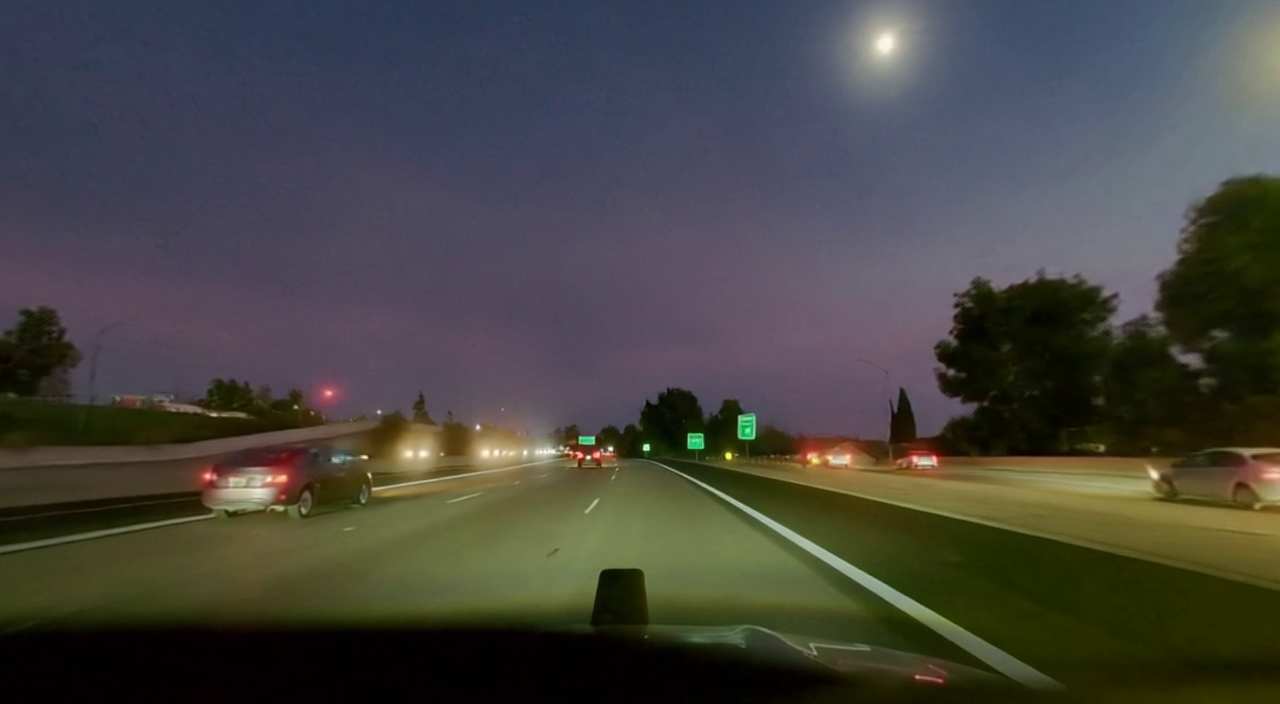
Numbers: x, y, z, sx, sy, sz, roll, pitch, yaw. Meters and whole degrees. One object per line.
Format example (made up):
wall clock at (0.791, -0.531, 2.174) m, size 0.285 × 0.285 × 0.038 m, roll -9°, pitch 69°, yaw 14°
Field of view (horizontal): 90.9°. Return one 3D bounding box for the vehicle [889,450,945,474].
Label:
vehicle at (18.356, 7.266, 42.022) m, size 1.950 × 1.462 × 4.391 m, roll -1°, pitch -9°, yaw 3°

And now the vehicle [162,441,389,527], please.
vehicle at (-7.313, 2.662, 13.396) m, size 2.038 × 1.463 × 4.656 m, roll 0°, pitch -9°, yaw 0°

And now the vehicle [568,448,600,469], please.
vehicle at (-4.020, 7.711, 45.962) m, size 1.936 × 1.465 × 4.060 m, roll 0°, pitch -9°, yaw 0°

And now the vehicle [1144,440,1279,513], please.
vehicle at (14.777, 2.851, 14.789) m, size 2.201 × 1.535 × 4.735 m, roll -1°, pitch -9°, yaw 4°
